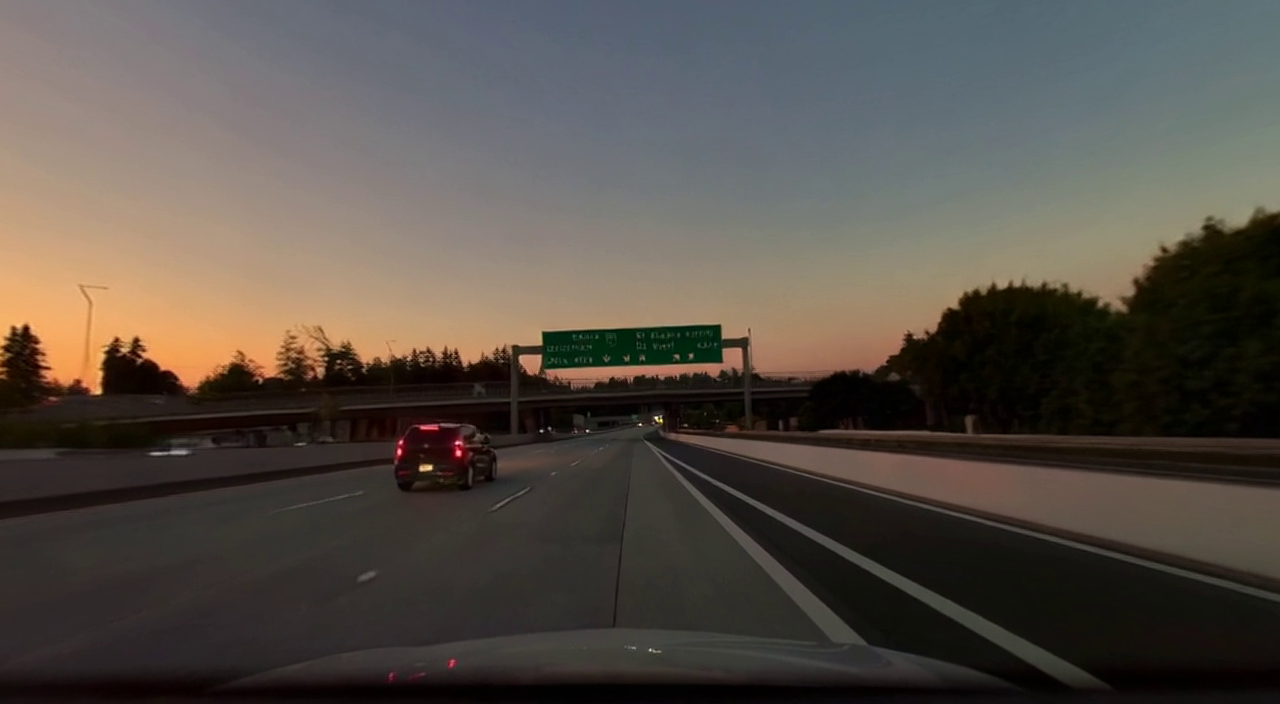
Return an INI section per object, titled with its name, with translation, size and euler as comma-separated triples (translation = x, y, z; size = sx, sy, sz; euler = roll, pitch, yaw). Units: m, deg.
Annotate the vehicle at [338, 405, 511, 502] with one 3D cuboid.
[vehicle]
translation = -4.393, 2.161, 13.815
size = 2.153, 1.730, 4.772
euler = 0, -8, -1
